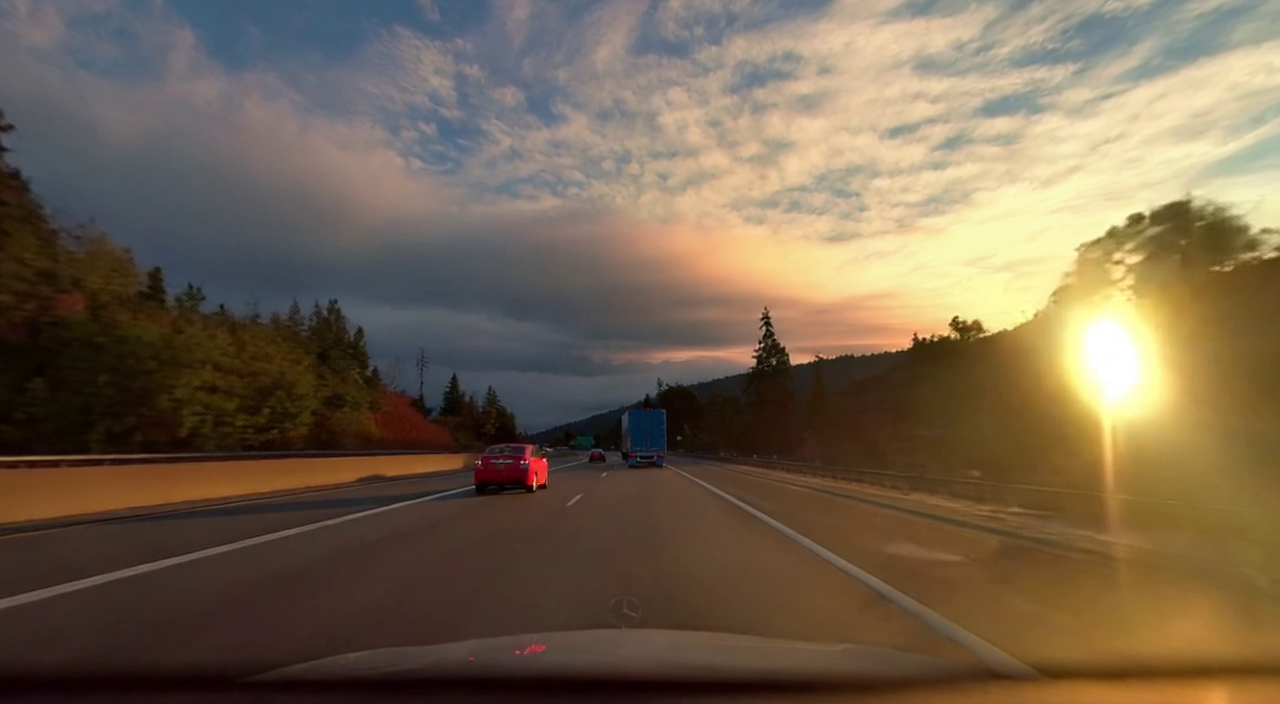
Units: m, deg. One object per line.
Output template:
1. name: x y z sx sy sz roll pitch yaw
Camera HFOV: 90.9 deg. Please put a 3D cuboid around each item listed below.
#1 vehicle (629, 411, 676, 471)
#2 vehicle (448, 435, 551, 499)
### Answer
1. vehicle: 0.680 6.197 43.425 2.893 3.628 9.081 0 -9 -1
2. vehicle: -3.853 3.234 18.044 1.977 1.602 3.944 0 -9 1
